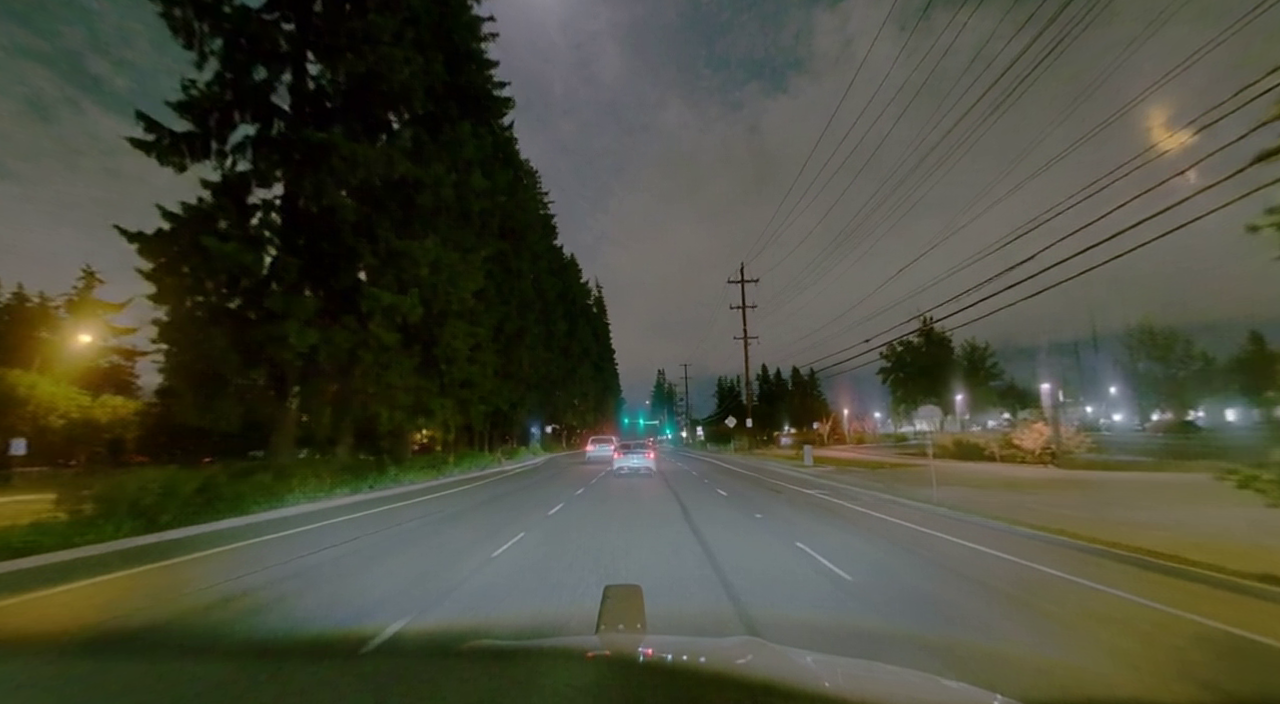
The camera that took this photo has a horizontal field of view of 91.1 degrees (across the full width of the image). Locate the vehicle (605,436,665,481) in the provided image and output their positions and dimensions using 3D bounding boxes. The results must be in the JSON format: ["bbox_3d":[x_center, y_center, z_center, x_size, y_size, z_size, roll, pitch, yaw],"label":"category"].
[{"bbox_3d":[-0.169,3.827,22.832,1.991,1.463,3.988,0,-8,0],"label":"vehicle"}]
